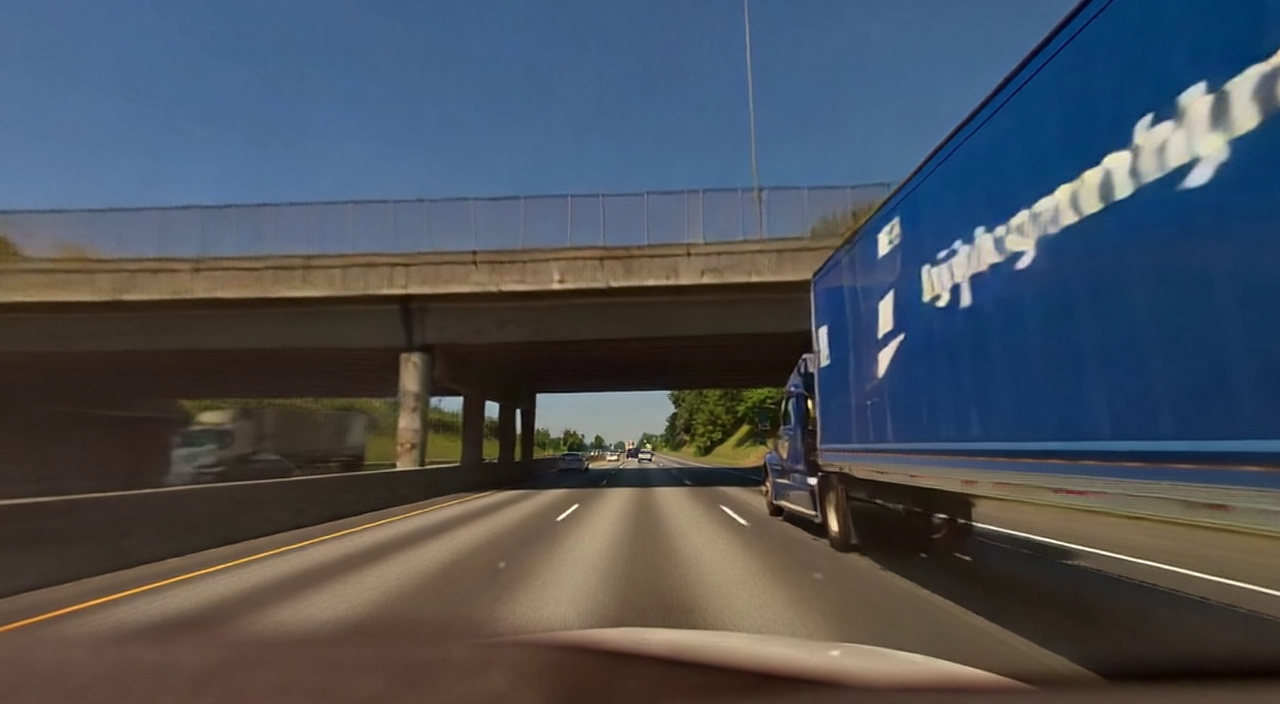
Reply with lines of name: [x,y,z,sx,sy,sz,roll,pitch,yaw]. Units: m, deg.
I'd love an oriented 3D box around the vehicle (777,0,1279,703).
vehicle: [4.229,0.054,4.808,3.025,4.005,14.010,0,-9,-1]

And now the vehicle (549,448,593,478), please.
vehicle: [-3.648,5.915,33.894,1.918,1.510,4.006,0,-9,0]

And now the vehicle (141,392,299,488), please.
vehicle: [-18.835,4.049,28.847,2.970,3.896,5.863,0,-9,0]
